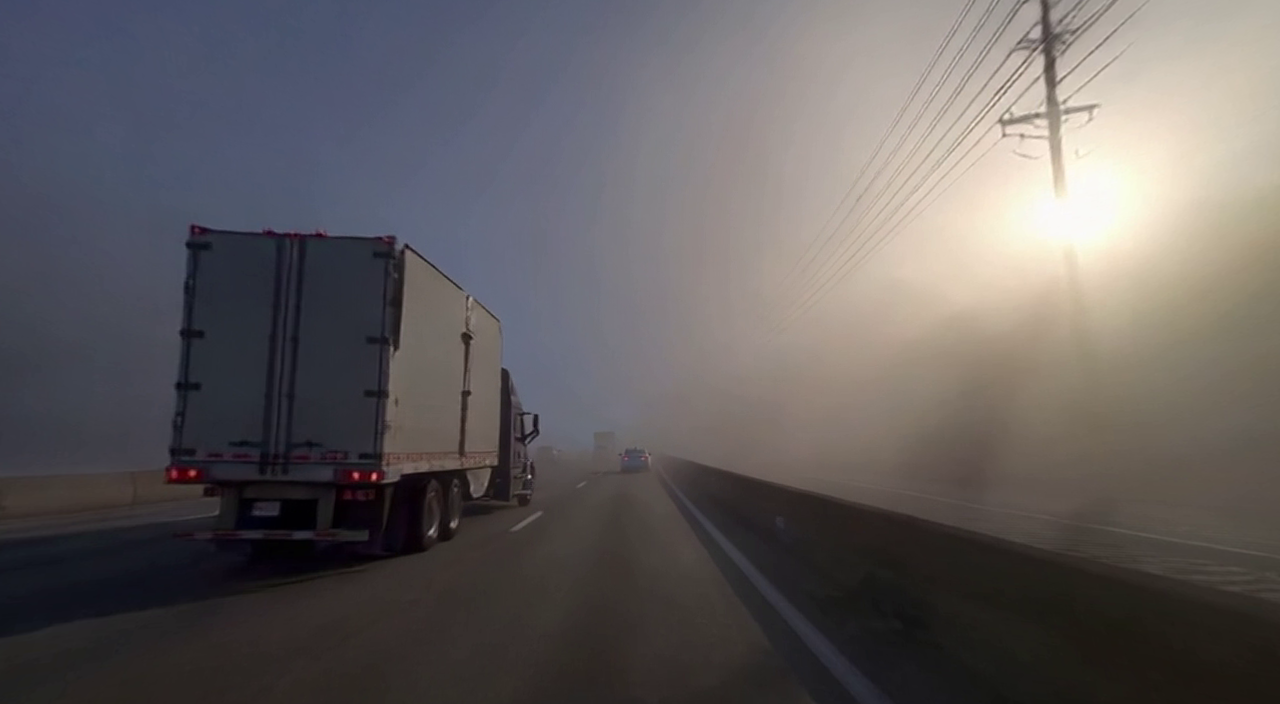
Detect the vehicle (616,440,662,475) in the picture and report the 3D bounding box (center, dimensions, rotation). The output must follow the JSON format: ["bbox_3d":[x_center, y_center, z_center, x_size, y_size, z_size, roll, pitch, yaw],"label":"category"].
[{"bbox_3d":[-0.049,5.308,31.851,2.178,1.640,4.071,0,-9,0],"label":"vehicle"}]

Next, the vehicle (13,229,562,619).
[{"bbox_3d":[-3.453,1.220,9.814,3.023,3.246,9.102,-1,-9,2],"label":"vehicle"}]
